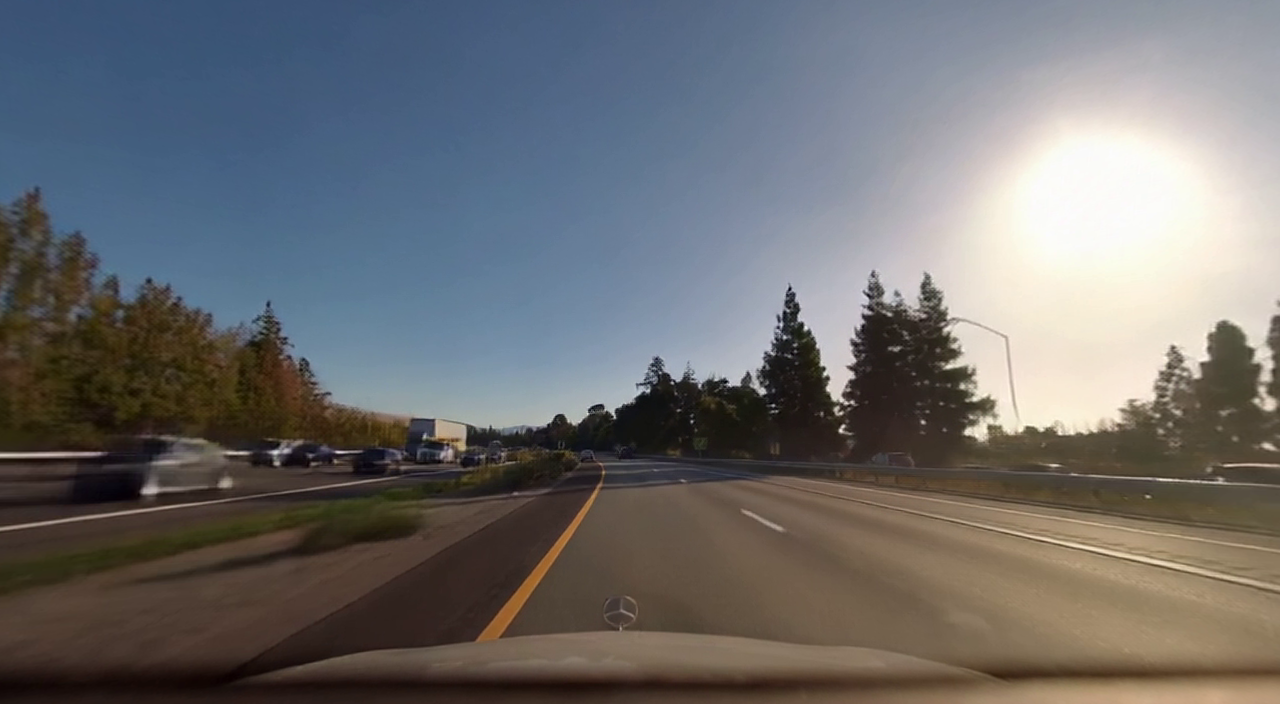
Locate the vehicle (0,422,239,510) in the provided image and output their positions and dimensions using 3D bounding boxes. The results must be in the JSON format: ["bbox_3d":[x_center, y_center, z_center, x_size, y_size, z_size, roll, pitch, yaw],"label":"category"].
[{"bbox_3d":[-10.950,2.407,13.561,1.924,1.579,4.165,0,-9,-3],"label":"vehicle"}]

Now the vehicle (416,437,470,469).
[{"bbox_3d":[-13.173,6.831,42.329,2.195,1.976,5.455,0,-9,-4],"label":"vehicle"}]

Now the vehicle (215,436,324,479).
[{"bbox_3d":[-16.549,4.746,28.378,2.172,1.731,4.901,0,-9,-4],"label":"vehicle"}]

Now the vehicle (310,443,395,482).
[{"bbox_3d":[-11.601,4.488,25.614,1.817,1.455,3.867,0,-9,-3],"label":"vehicle"}]

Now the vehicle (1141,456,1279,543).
[{"bbox_3d":[12.618,2.817,12.125,1.941,1.536,4.585,0,-9,-1],"label":"vehicle"}]
